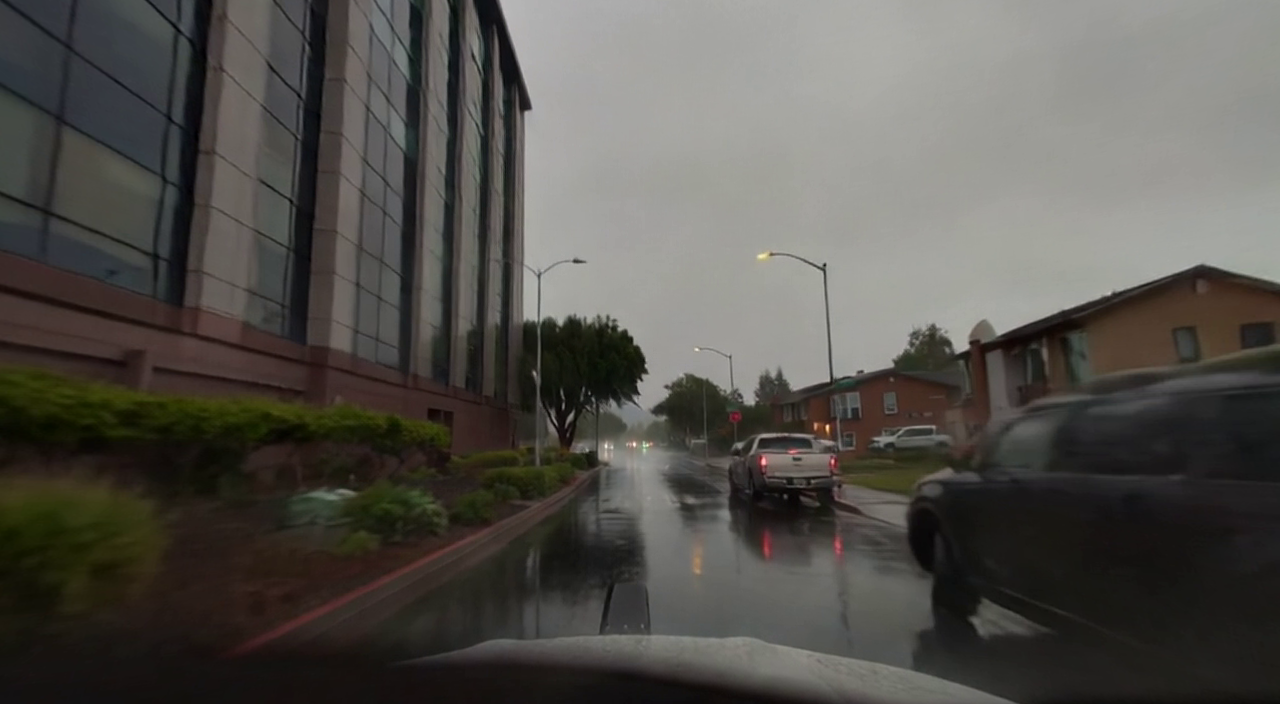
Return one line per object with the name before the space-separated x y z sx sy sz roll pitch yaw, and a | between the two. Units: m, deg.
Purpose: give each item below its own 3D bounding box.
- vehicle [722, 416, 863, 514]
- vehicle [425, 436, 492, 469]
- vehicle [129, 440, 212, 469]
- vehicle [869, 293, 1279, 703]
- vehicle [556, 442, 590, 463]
vehicle | 3.219 2.503 14.342 2.067 1.846 4.384 0 -9 0
vehicle | -9.111 5.085 31.990 2.024 1.532 3.863 -1 -9 4
vehicle | -29.509 6.442 39.801 1.815 1.720 4.395 0 -8 0
vehicle | 3.110 0.859 3.020 2.150 1.770 4.801 0 -9 -1
vehicle | -5.059 7.660 48.130 1.881 1.497 4.071 -1 -9 5
